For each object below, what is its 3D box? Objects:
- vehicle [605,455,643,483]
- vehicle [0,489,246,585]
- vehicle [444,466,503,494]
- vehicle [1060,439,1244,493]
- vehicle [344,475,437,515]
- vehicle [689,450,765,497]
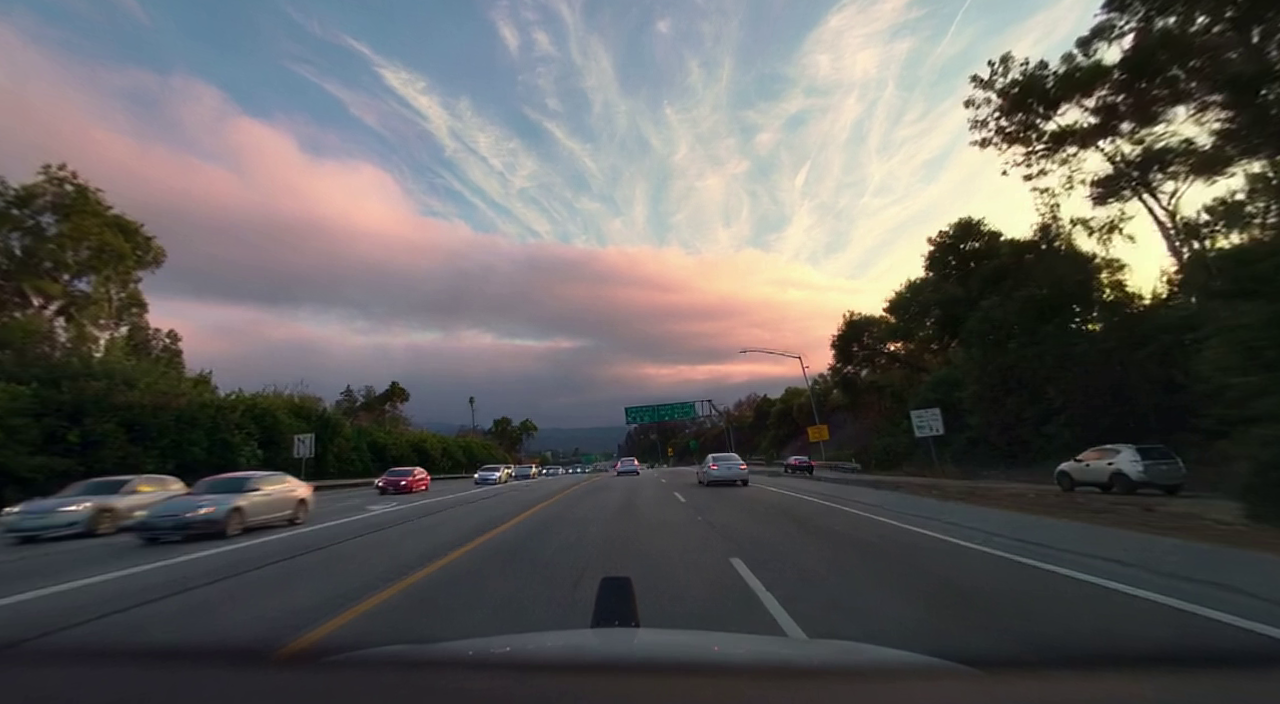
[{"bbox_3d":[-0.885,6.843,37.130,2.090,1.510,4.280,0,-9,0],"label":"vehicle"},{"bbox_3d":[-10.864,3.810,13.555,1.974,1.417,4.286,0,-9,1],"label":"vehicle"},{"bbox_3d":[-10.606,8.194,40.735,2.420,1.511,4.810,0,-9,1],"label":"vehicle"},{"bbox_3d":[16.067,3.596,20.234,1.939,1.529,4.555,0,-9,-2],"label":"vehicle"},{"bbox_3d":[-10.554,6.075,27.139,2.201,1.417,4.255,0,-9,1],"label":"vehicle"},{"bbox_3d":[2.984,4.298,22.727,1.972,1.488,4.335,0,-9,-2],"label":"vehicle"}]
